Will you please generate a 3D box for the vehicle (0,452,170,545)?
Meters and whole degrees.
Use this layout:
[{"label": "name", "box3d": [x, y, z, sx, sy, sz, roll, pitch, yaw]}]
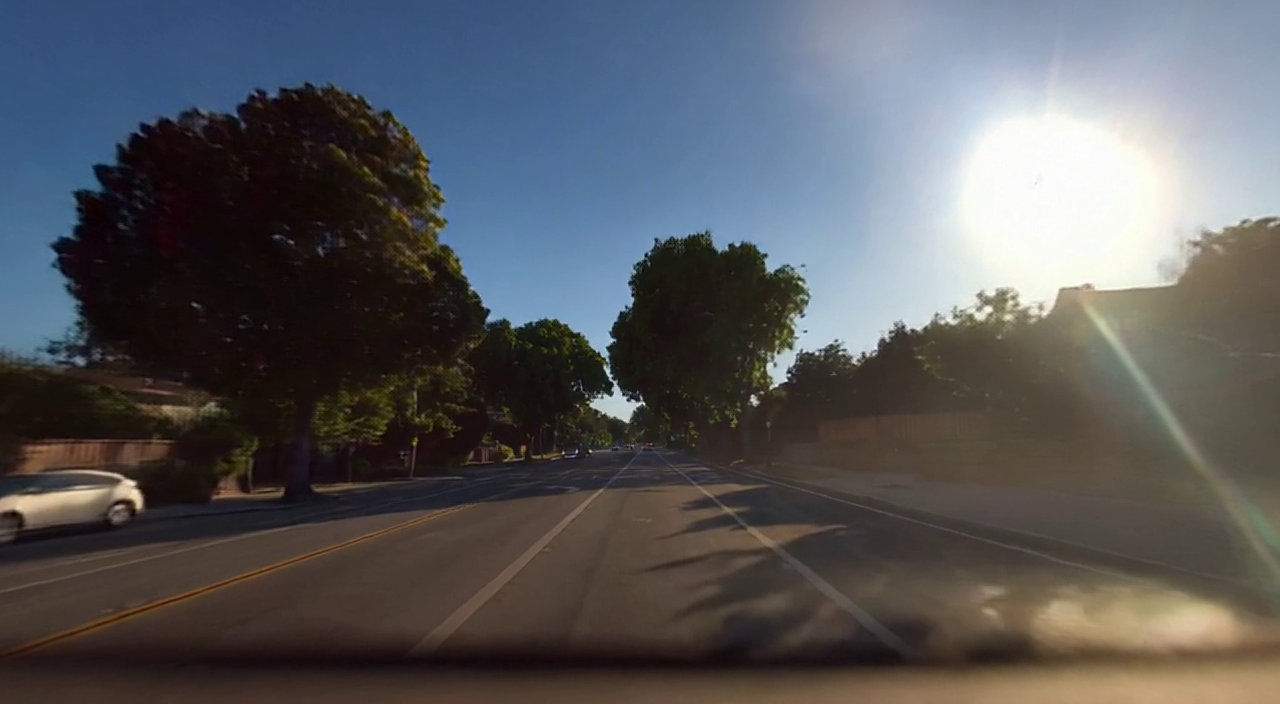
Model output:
[{"label": "vehicle", "box3d": [-12.616, 3.011, 13.199, 1.921, 1.611, 4.713, -3, -8, 0]}]
